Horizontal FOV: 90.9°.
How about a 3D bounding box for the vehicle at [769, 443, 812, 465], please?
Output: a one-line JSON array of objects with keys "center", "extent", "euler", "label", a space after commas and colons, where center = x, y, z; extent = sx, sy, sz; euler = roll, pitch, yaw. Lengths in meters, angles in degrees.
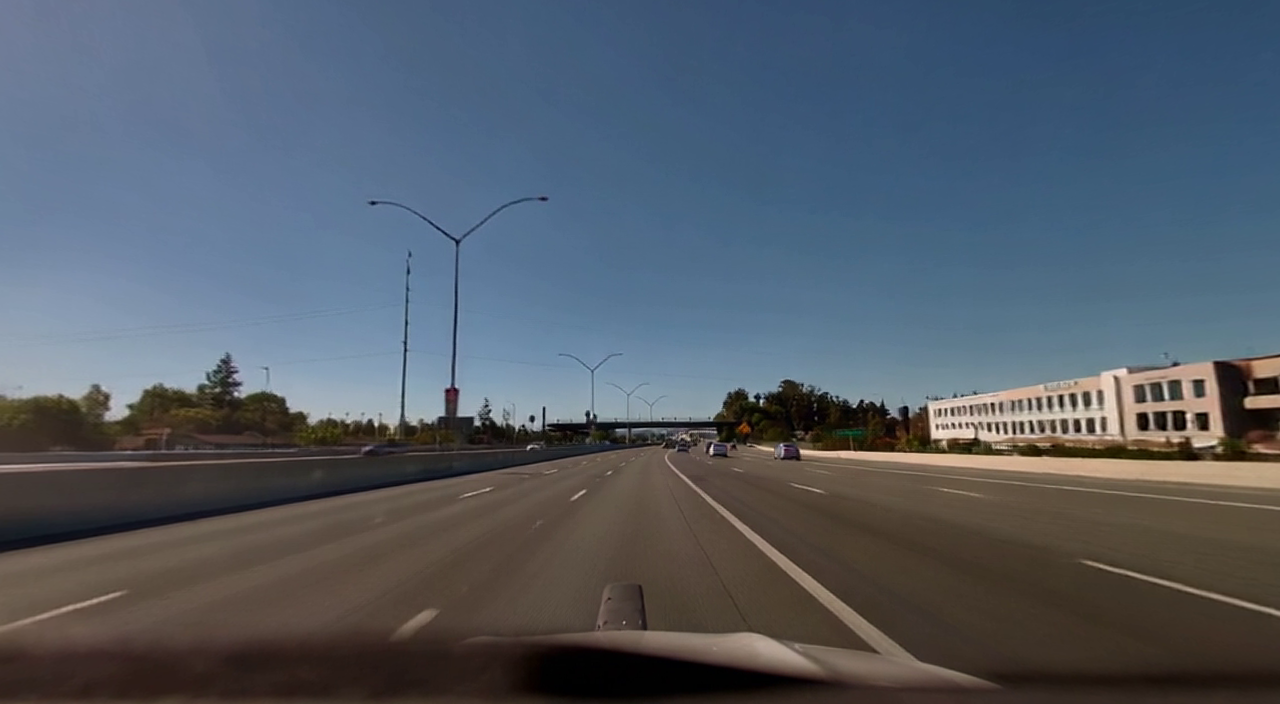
[{"center": [11.003, 7.521, 46.500], "extent": [2.000, 1.514, 4.585], "euler": [0, -9, 0], "label": "vehicle"}]
